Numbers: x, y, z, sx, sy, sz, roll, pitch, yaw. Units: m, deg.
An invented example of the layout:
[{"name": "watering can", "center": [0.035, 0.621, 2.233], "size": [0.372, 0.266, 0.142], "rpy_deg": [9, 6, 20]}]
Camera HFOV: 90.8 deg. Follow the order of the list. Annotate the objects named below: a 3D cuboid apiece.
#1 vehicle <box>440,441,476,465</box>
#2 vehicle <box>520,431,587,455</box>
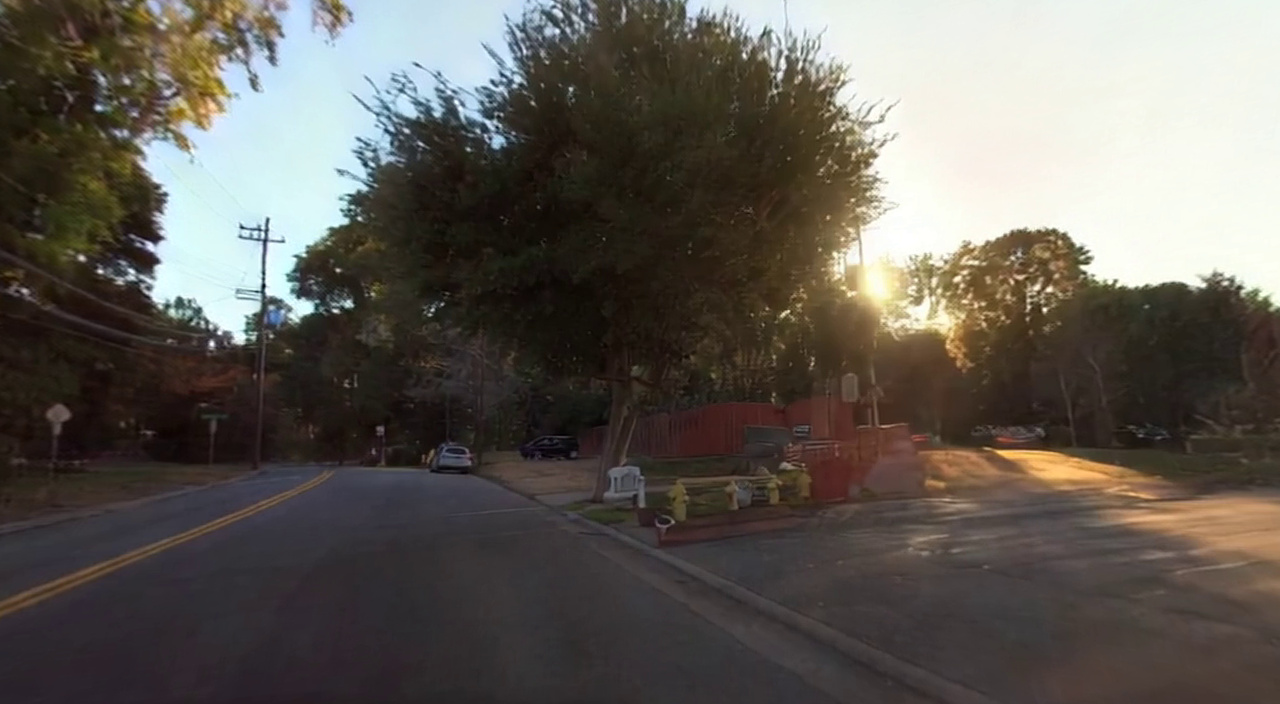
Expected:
[{"name": "vehicle", "center": [-11.882, 6.544, 41.111], "size": [1.941, 1.460, 4.206], "rpy_deg": [3, -9, -19]}, {"name": "vehicle", "center": [-6.671, 7.010, 48.672], "size": [4.767, 1.735, 1.920], "rpy_deg": [3, -9, -19]}]
